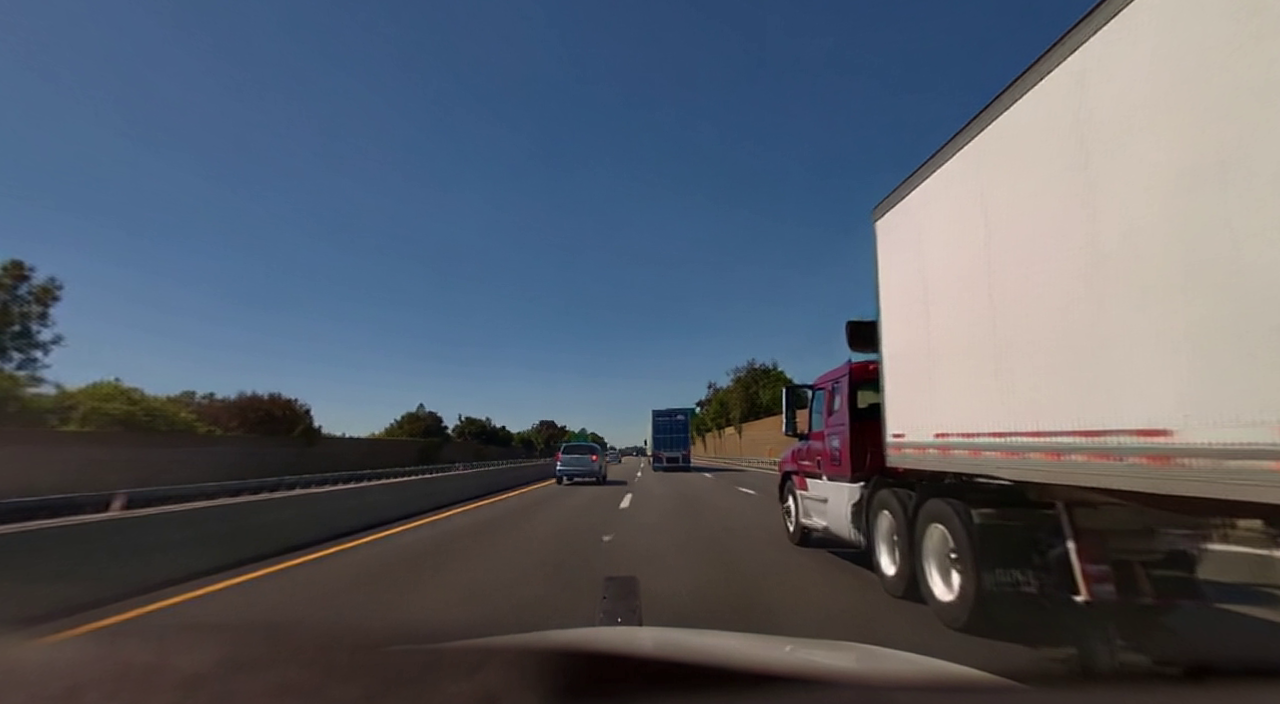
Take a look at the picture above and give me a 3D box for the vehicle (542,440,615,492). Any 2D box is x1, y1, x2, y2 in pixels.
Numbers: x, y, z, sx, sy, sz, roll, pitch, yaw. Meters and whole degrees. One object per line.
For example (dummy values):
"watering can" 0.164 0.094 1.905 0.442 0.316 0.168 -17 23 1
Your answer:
"vehicle" -2.132 4.094 22.902 2.160 1.691 4.243 0 -9 1
